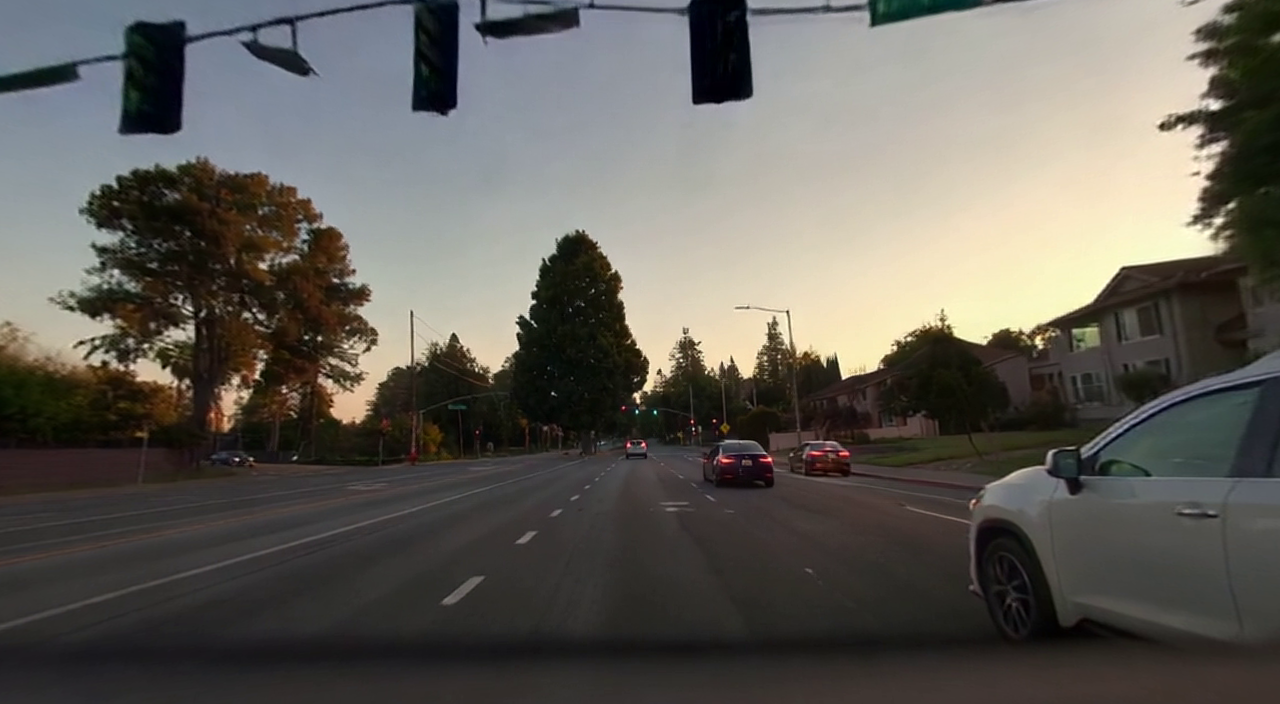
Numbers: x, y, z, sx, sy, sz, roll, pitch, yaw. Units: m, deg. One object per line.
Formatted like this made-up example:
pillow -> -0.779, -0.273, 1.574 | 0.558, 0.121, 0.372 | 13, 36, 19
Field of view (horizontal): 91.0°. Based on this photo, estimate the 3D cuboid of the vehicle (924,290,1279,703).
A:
vehicle -> 3.081, 0.703, 2.050 | 2.129, 1.761, 4.610 | 0, -9, 0

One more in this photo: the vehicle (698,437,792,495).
vehicle -> 2.884, 3.239, 18.223 | 1.889, 1.451, 4.180 | 0, -9, -1

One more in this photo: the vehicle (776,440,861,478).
vehicle -> 7.214, 4.377, 25.972 | 2.010, 1.421, 4.586 | 0, -9, -2
